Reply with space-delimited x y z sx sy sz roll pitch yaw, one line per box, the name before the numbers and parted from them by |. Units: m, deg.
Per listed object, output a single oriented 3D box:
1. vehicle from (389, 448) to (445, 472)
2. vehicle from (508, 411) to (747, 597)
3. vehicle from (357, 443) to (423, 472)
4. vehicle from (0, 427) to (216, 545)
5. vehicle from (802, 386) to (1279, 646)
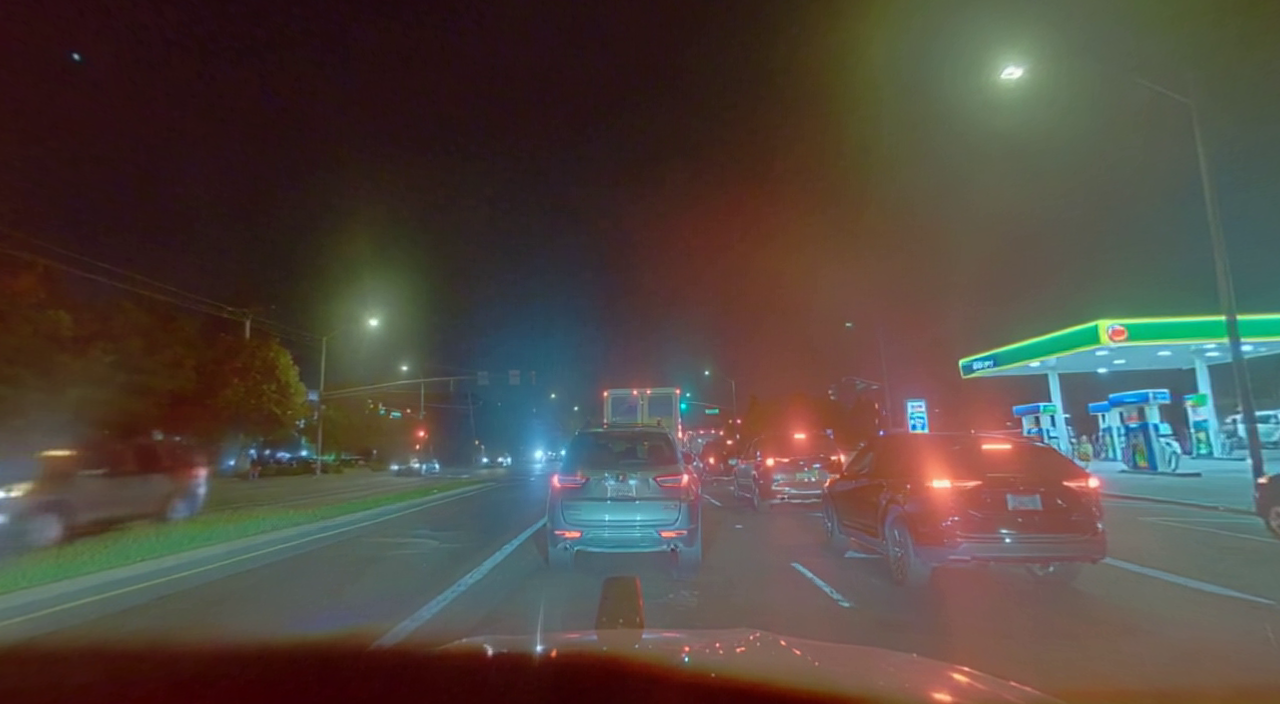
vehicle | -14.785 7.182 42.200 2.011 1.465 4.528 -1 -9 1
vehicle | -0.150 1.619 7.499 2.106 1.613 3.697 0 -9 -1
vehicle | -17.920 7.567 45.595 2.325 1.938 5.913 0 -9 0
vehicle | -10.885 2.407 12.006 2.190 1.778 5.033 0 -9 -1
vehicle | 3.368 1.411 6.473 2.056 1.700 4.399 0 -9 -2
